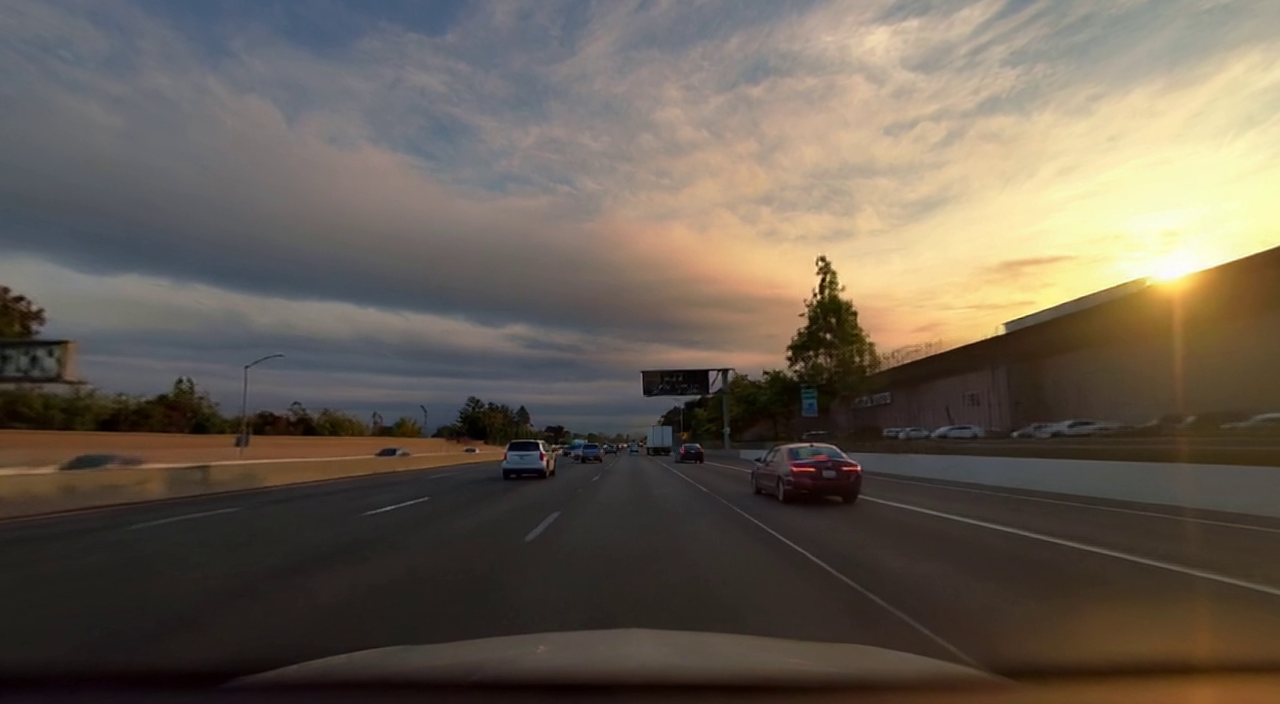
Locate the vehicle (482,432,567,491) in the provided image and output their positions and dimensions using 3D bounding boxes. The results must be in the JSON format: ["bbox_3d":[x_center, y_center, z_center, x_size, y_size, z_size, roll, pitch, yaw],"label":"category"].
[{"bbox_3d":[-3.758,3.657,21.400,1.987,1.765,4.508,0,-8,0],"label":"vehicle"}]

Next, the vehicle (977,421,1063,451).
[{"bbox_3d":[27.394,6.165,45.904,2.176,1.975,6.444,-1,-9,-1],"label":"vehicle"}]

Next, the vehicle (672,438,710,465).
[{"bbox_3d":[3.597,7.130,45.352,2.198,1.807,4.530,0,-9,-2],"label":"vehicle"}]

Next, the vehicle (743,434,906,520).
[{"bbox_3d":[3.667,2.573,13.599,1.957,1.510,4.643,0,-8,-2],"label":"vehicle"}]

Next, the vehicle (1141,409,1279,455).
[{"bbox_3d":[27.689,3.922,30.387,2.212,1.977,5.953,-1,-9,-1],"label":"vehicle"}]

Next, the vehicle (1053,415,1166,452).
[{"bbox_3d":[27.640,4.940,37.572,2.088,1.999,5.981,-1,-9,0],"label":"vehicle"}]
